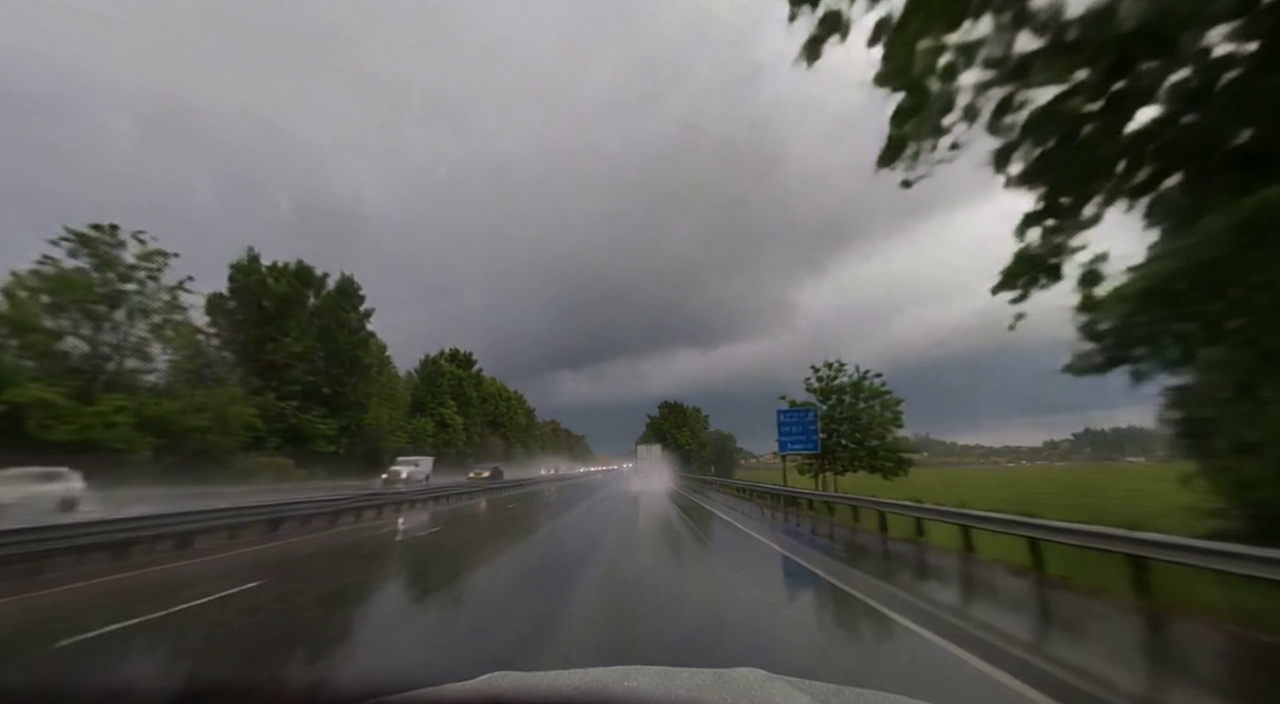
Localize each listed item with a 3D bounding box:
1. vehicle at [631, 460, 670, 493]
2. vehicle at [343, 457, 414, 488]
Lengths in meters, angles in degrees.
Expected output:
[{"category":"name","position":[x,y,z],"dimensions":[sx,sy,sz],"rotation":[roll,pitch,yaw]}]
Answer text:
[{"category":"vehicle","position":[0.561,6.956,35.280],"dimensions":[2.048,1.663,4.377],"rotation":[1,-10,0]},{"category":"vehicle","position":[-16.329,7.573,39.674],"dimensions":[2.028,1.777,5.635],"rotation":[1,-10,0]}]
